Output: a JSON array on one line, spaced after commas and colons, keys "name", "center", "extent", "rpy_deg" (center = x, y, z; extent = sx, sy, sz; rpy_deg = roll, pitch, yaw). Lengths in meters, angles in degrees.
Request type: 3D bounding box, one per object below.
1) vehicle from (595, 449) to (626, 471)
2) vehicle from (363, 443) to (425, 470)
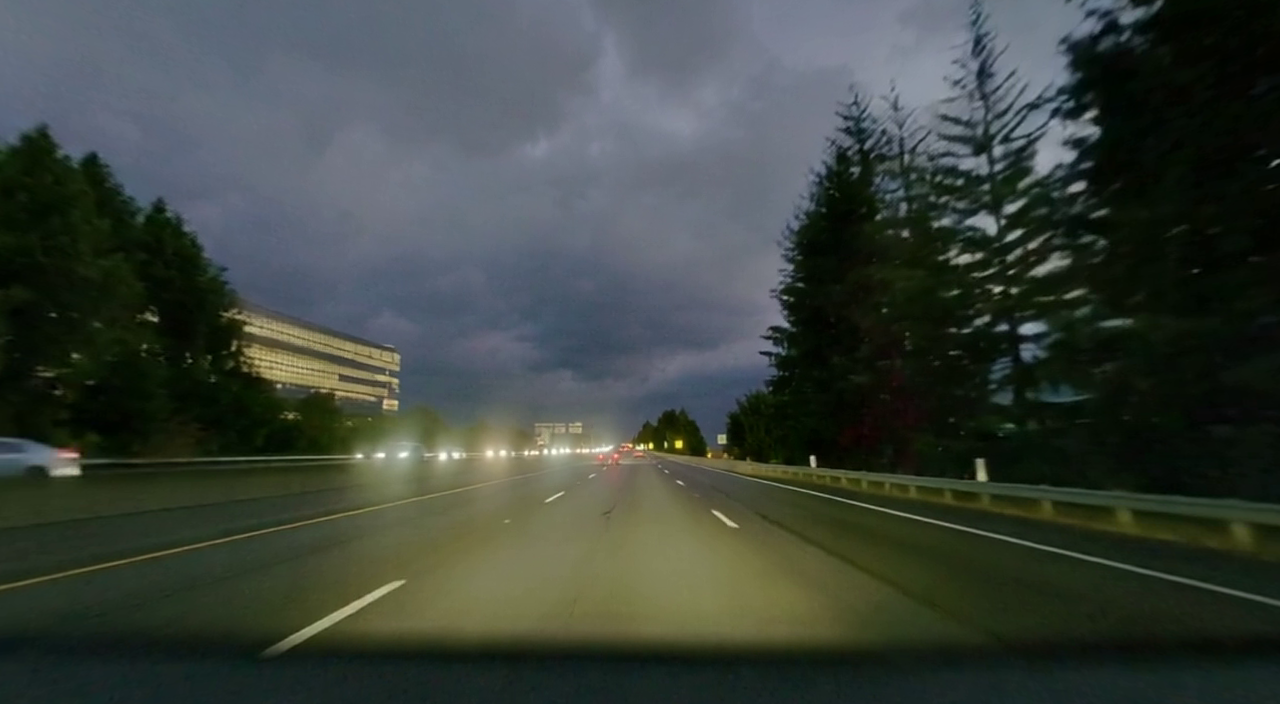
[{"name": "vehicle", "center": [-2.095, 7.867, 46.060], "extent": [2.011, 1.468, 3.883], "rpy_deg": [0, -9, 1]}, {"name": "vehicle", "center": [-14.755, 6.288, 38.063], "extent": [1.927, 1.514, 4.550], "rpy_deg": [0, -9, 0]}]
